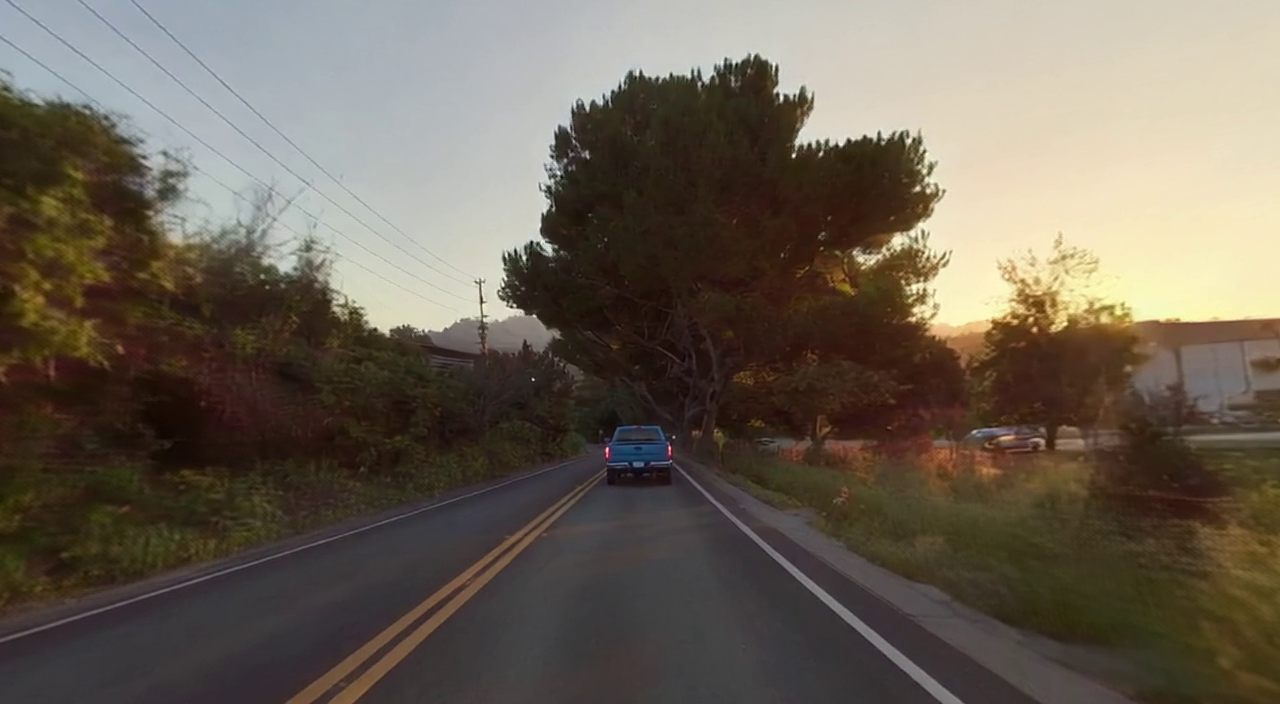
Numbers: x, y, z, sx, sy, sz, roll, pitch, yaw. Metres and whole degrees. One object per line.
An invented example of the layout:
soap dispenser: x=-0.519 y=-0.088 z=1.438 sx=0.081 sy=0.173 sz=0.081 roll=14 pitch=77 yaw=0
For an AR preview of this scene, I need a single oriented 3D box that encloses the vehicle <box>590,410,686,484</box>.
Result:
vehicle: x=-0.098 y=3.569 z=23.870 sx=3.021 sy=2.326 sz=7.410 roll=0 pitch=-8 yaw=-1
